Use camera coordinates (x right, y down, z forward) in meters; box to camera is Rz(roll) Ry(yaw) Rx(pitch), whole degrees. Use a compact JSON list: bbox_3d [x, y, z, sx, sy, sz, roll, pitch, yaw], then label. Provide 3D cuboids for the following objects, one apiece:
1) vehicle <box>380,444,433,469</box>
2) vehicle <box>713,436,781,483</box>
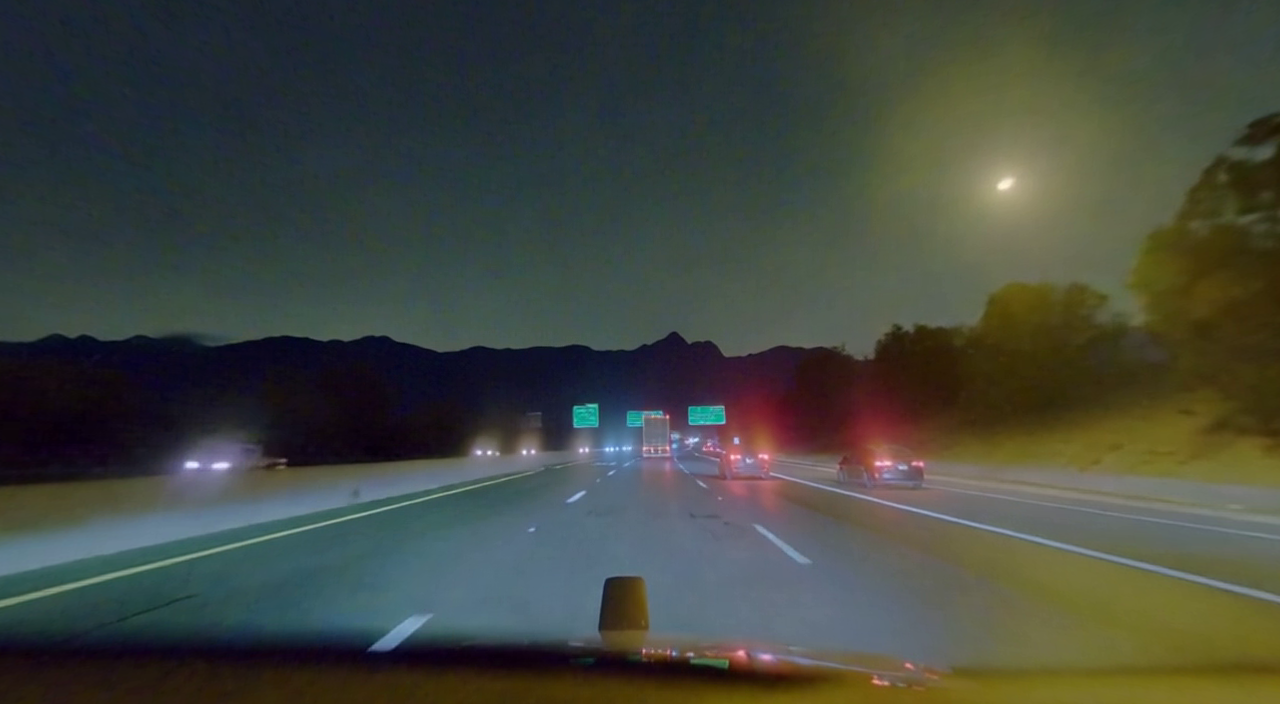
[{"bbox_3d":[-17.503,7.858,47.537,2.032,1.684,5.065,1,-8,1],"label":"vehicle"},{"bbox_3d":[4.005,4.088,24.225,1.880,1.624,3.941,0,-8,0],"label":"vehicle"}]
